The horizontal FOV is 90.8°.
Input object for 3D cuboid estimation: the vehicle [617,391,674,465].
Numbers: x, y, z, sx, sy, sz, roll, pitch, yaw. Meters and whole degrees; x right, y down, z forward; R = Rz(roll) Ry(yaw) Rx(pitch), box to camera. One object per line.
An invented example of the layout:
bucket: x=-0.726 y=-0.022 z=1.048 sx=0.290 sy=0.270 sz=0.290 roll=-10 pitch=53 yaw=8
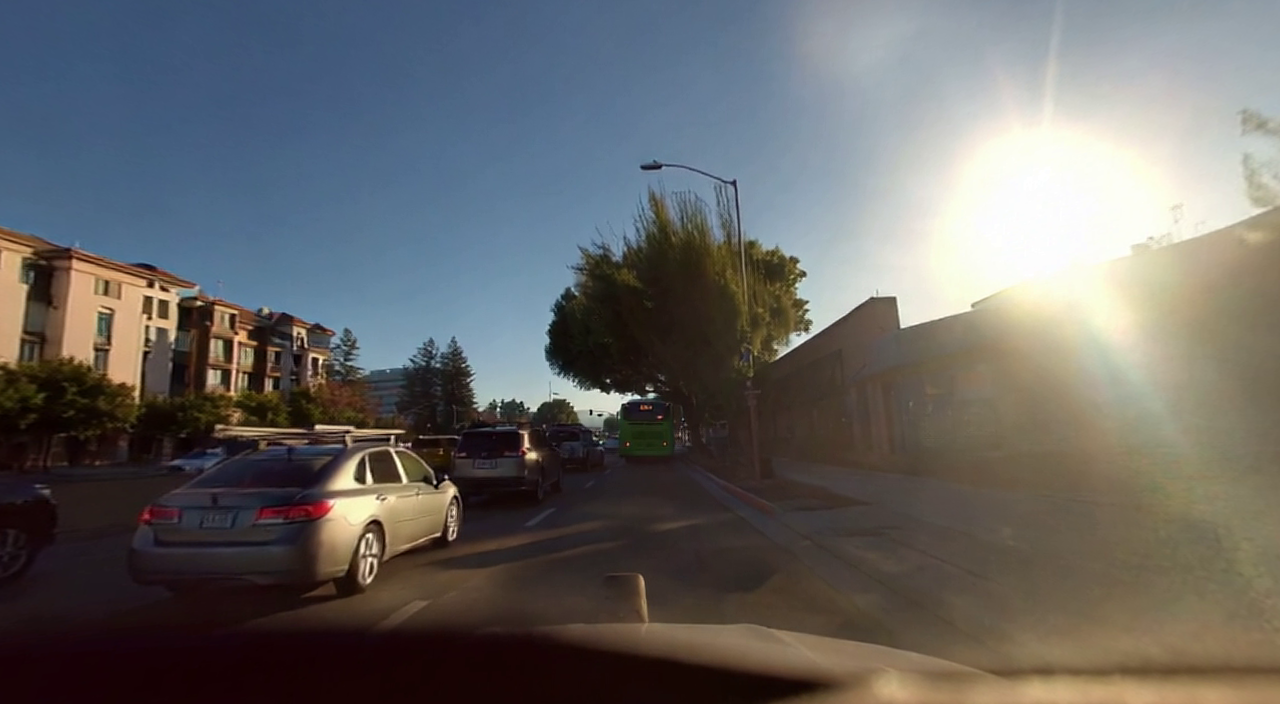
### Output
vehicle: x=0.386 y=4.912 z=39.268 sx=2.970 sy=3.857 sz=12.200 roll=0 pitch=-9 yaw=1

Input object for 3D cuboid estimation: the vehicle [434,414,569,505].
vehicle: x=-3.192 y=2.629 z=15.783 sx=2.095 sy=1.892 sz=5.043 roll=0 pitch=-9 yaw=1

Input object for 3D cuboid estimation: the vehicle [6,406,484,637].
vehicle: x=-3.292 y=1.504 z=6.652 sx=2.042 sy=1.571 sz=4.475 roll=0 pitch=-9 yaw=1
